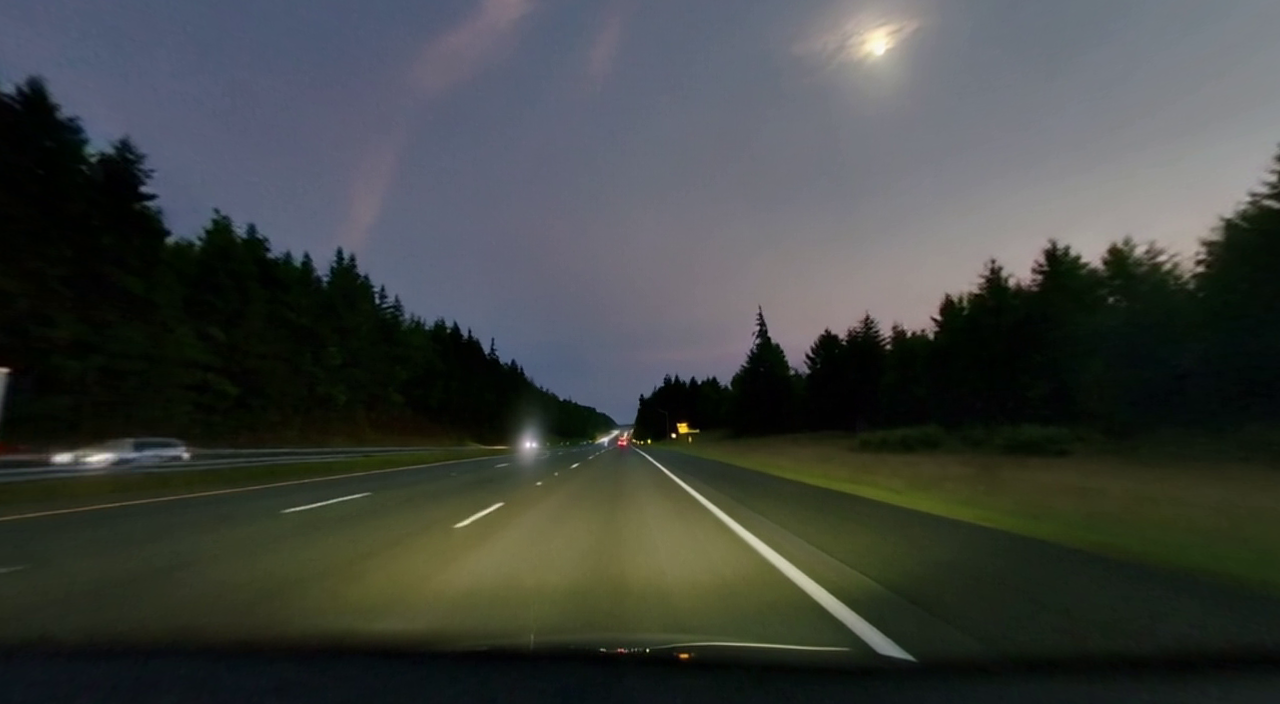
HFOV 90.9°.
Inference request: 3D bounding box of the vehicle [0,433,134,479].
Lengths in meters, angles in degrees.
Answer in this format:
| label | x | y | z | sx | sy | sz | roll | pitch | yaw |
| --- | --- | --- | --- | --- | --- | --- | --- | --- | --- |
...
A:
| label | x | y | z | sx | sy | sz | roll | pitch | yaw |
| --- | --- | --- | --- | --- | --- | --- | --- | --- | --- |
| vehicle | -20.853 | 3.657 | 22.590 | 1.860 | 1.477 | 4.364 | 0 | -8 | -1 |
